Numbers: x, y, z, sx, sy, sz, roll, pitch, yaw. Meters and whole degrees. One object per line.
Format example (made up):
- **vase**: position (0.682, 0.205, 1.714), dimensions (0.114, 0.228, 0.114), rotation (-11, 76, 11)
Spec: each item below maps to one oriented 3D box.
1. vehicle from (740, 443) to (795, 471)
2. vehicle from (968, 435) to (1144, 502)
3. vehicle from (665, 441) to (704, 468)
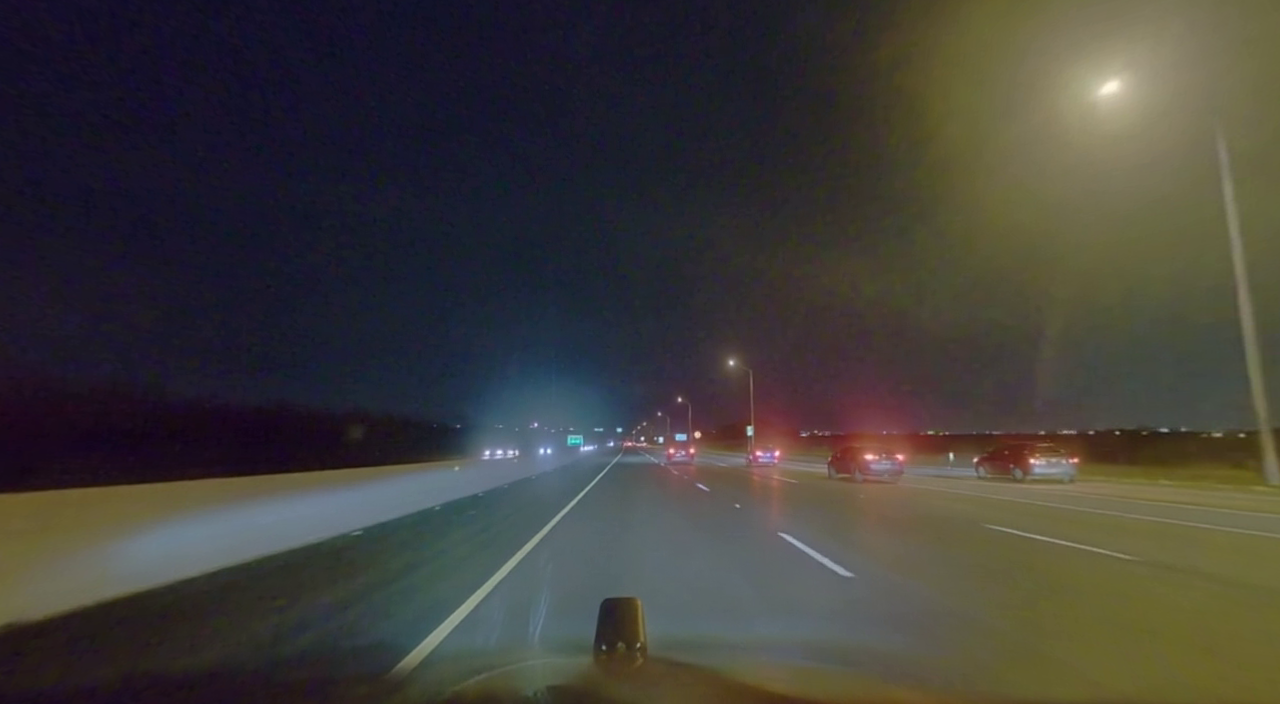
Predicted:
- **vehicle**: position (6.926, 5.747, 34.737), dimensions (1.952, 1.442, 4.259), rotation (0, -9, -2)
- **vehicle**: position (10.941, 3.062, 17.057), dimensions (1.844, 1.560, 4.085), rotation (0, -9, -1)
- **vehicle**: position (2.772, 6.516, 40.464), dimensions (1.977, 1.601, 4.598), rotation (0, -9, -2)
